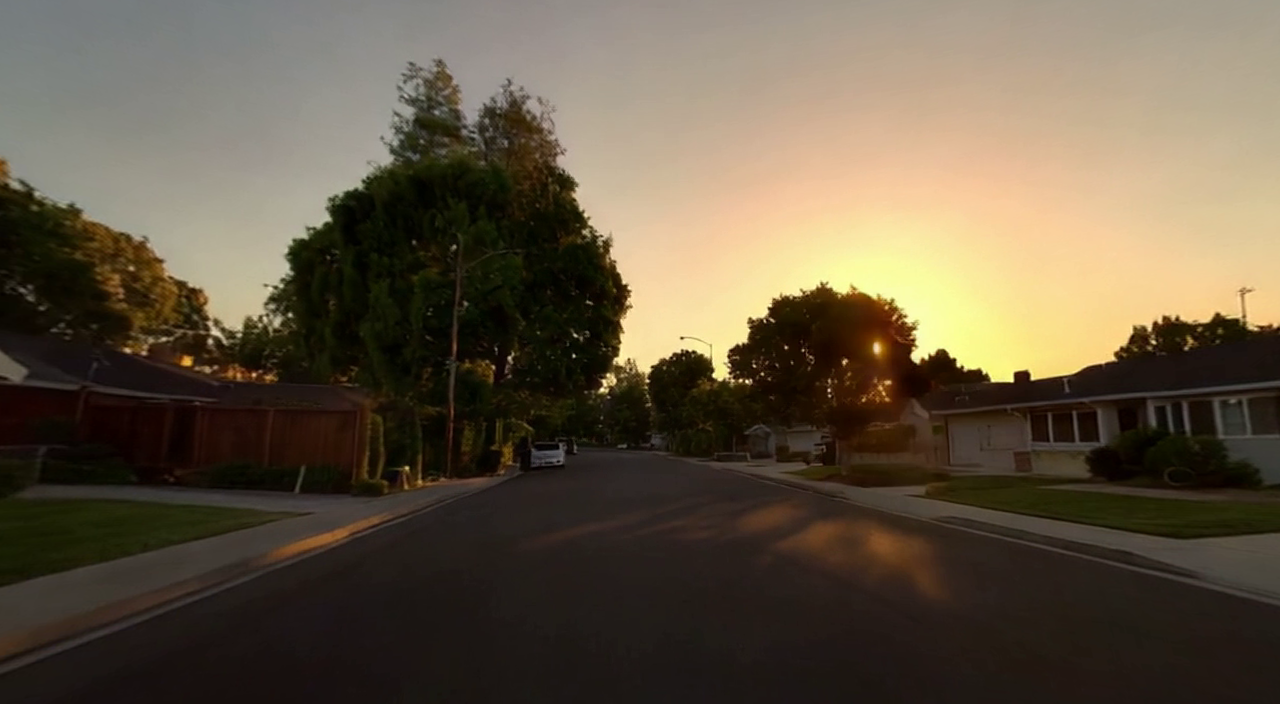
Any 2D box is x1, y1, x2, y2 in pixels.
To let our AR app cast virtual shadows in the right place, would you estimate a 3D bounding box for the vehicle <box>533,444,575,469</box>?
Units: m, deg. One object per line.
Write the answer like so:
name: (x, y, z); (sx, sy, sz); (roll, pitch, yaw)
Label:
vehicle: (-5.131, 6.256, 37.940); (2.017, 1.397, 4.004); (0, -8, -1)
